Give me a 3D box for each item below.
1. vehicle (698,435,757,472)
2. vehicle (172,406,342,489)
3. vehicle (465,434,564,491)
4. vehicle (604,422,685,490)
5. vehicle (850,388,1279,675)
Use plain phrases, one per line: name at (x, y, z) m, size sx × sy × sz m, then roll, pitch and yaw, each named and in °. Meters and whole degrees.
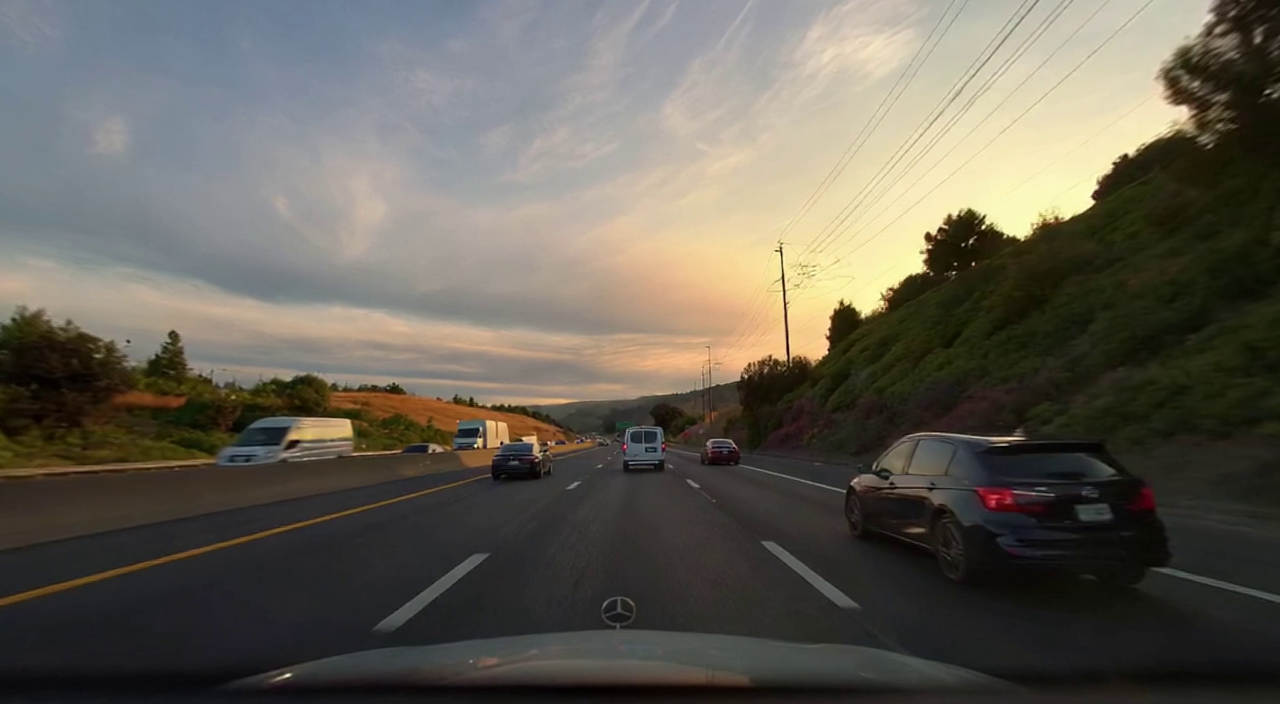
vehicle at (3.902, 4.587, 28.900) m, size 1.923 × 1.562 × 4.691 m, roll 0°, pitch -8°, yaw -2°
vehicle at (-15.139, 3.829, 25.723) m, size 2.553 × 2.909 × 7.010 m, roll 0°, pitch -8°, yaw 0°
vehicle at (-3.687, 3.308, 19.431) m, size 2.093 × 1.517 × 4.648 m, roll 0°, pitch -8°, yaw 0°
vehicle at (0.078, 3.079, 19.035) m, size 2.159 × 1.811 × 4.238 m, roll 0°, pitch -8°, yaw -1°
vehicle at (3.483, 1.262, 5.468) m, size 2.038 × 1.621 × 3.622 m, roll 0°, pitch -8°, yaw 0°
